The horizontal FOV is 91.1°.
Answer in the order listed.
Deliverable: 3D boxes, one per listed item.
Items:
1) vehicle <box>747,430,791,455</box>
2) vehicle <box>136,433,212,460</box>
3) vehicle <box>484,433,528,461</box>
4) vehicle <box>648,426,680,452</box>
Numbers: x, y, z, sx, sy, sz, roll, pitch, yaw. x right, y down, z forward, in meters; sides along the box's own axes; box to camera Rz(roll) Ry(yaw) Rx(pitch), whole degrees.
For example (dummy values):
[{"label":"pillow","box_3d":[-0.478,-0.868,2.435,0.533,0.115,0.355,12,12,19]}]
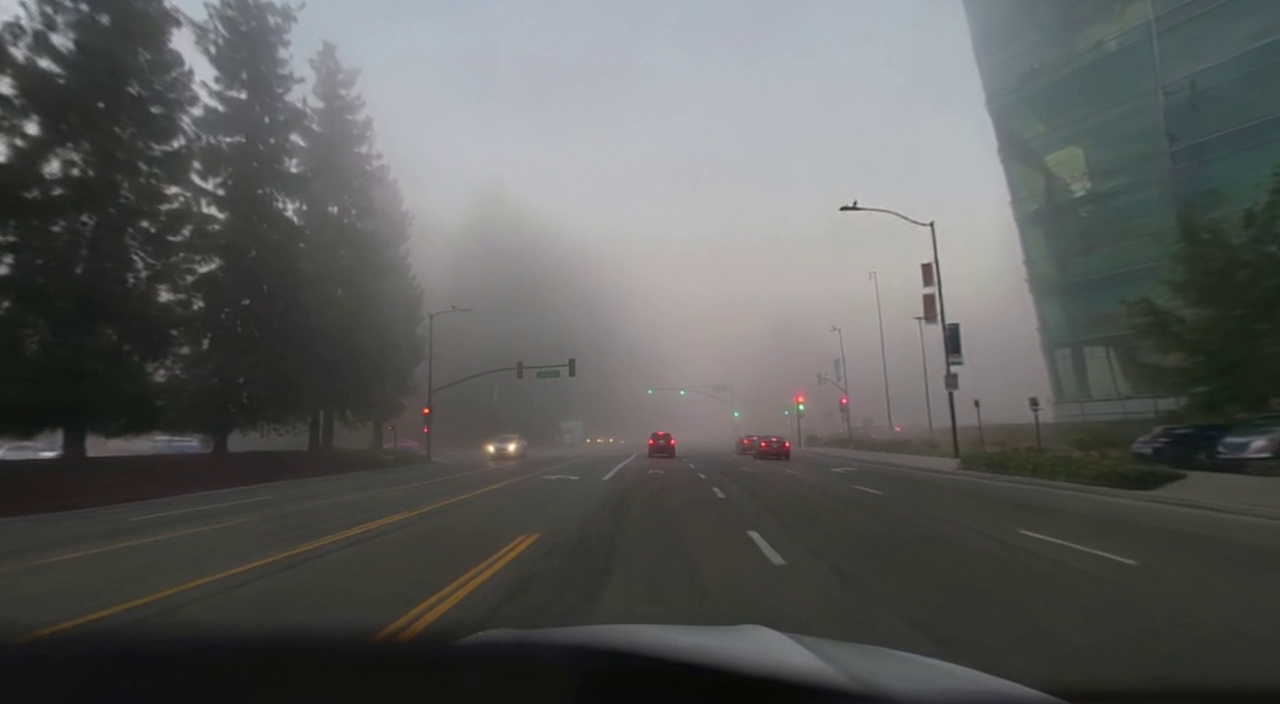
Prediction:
[{"label":"vehicle","box_3d":[7.917,5.631,38.846,1.896,1.463,4.296,0,-8,1]},{"label":"vehicle","box_3d":[-30.914,6.313,41.791,1.871,1.703,4.093,-1,-9,0]},{"label":"vehicle","box_3d":[-8.395,6.007,39.737,2.016,1.677,4.147,0,-8,-3]},{"label":"vehicle","box_3d":[1.679,6.440,46.193,2.203,1.801,4.331,0,-8,0]}]
